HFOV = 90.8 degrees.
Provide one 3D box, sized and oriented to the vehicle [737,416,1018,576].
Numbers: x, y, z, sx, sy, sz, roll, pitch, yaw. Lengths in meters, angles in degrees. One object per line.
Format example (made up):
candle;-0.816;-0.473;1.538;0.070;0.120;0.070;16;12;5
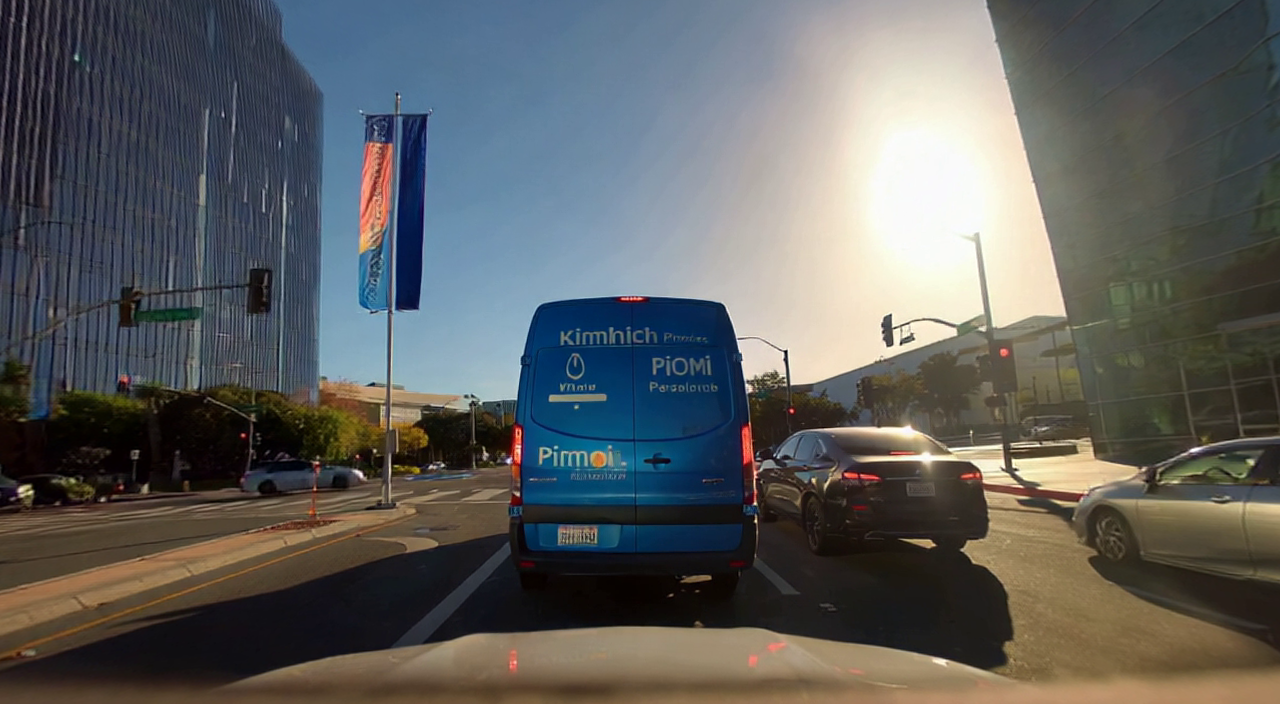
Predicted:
vehicle;2.876;1.865;9.037;2.183;1.676;4.506;0;-8;-1

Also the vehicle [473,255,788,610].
vehicle;-0.042;1.177;9.087;2.613;3.035;7.342;0;-8;1

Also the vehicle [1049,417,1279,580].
vehicle;7.528;1.577;6.992;1.963;1.669;4.678;3;-9;-20

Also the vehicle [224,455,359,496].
vehicle;-15.058;5.354;27.557;4.659;1.615;1.944;1;-9;-8

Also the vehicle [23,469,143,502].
vehicle;-31.116;7.434;35.378;4.806;1.652;1.869;0;-8;-2

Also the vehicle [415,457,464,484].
vehicle;-14.666;8.685;46.556;1.997;1.806;4.630;0;-8;1
